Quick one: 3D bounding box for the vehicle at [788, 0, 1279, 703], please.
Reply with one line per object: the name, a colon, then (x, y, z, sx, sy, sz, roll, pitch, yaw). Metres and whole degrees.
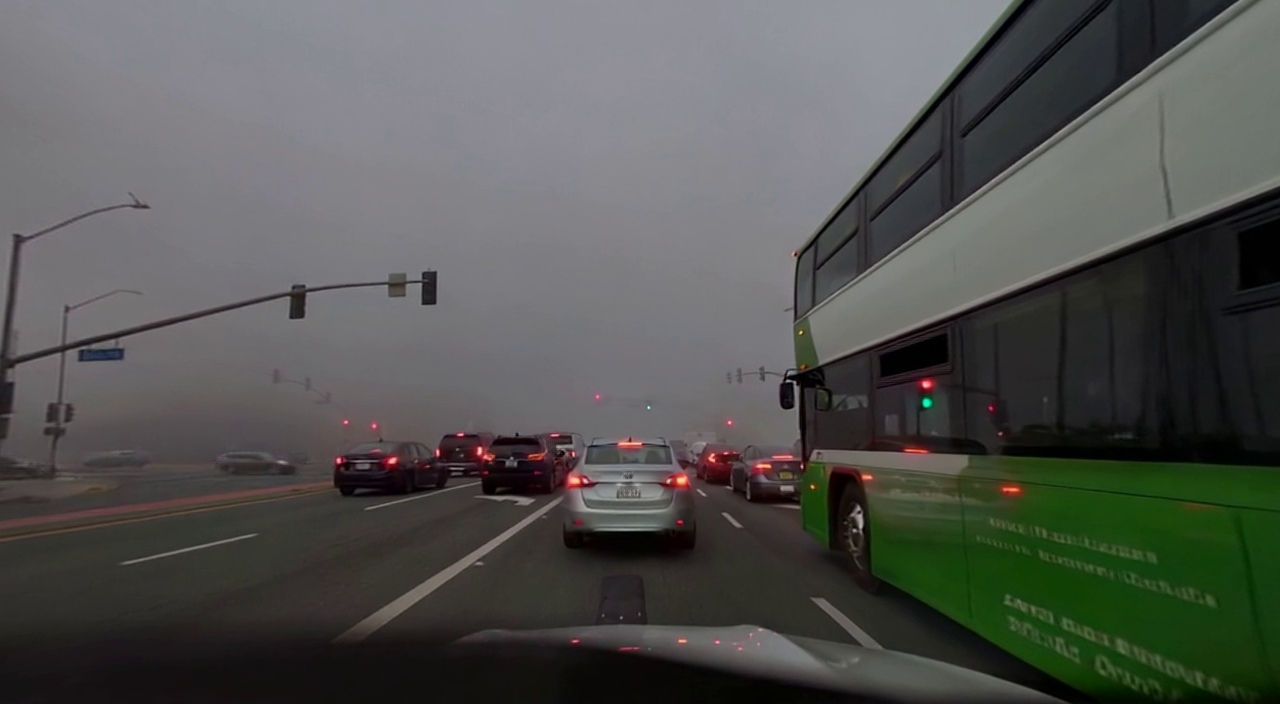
vehicle: (3.543, -0.325, 1.922, 2.970, 4.015, 13.606, 0, -9, 0)

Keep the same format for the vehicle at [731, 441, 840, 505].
vehicle: (3.693, 3.138, 16.910, 1.989, 1.467, 4.364, 0, -9, 1)

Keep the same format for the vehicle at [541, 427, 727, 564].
vehicle: (-0.074, 1.890, 9.015, 2.060, 1.499, 3.831, 0, -9, 0)

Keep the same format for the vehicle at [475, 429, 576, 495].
vehicle: (-3.254, 3.247, 18.912, 2.020, 1.721, 4.366, -1, -9, 2)

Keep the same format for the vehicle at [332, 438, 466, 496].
vehicle: (-6.902, 3.347, 18.776, 1.927, 1.480, 4.832, 0, -9, 2)

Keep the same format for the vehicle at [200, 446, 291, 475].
vehicle: (-26.551, 7.296, 42.630, 4.737, 1.845, 1.920, 0, -9, -4)
